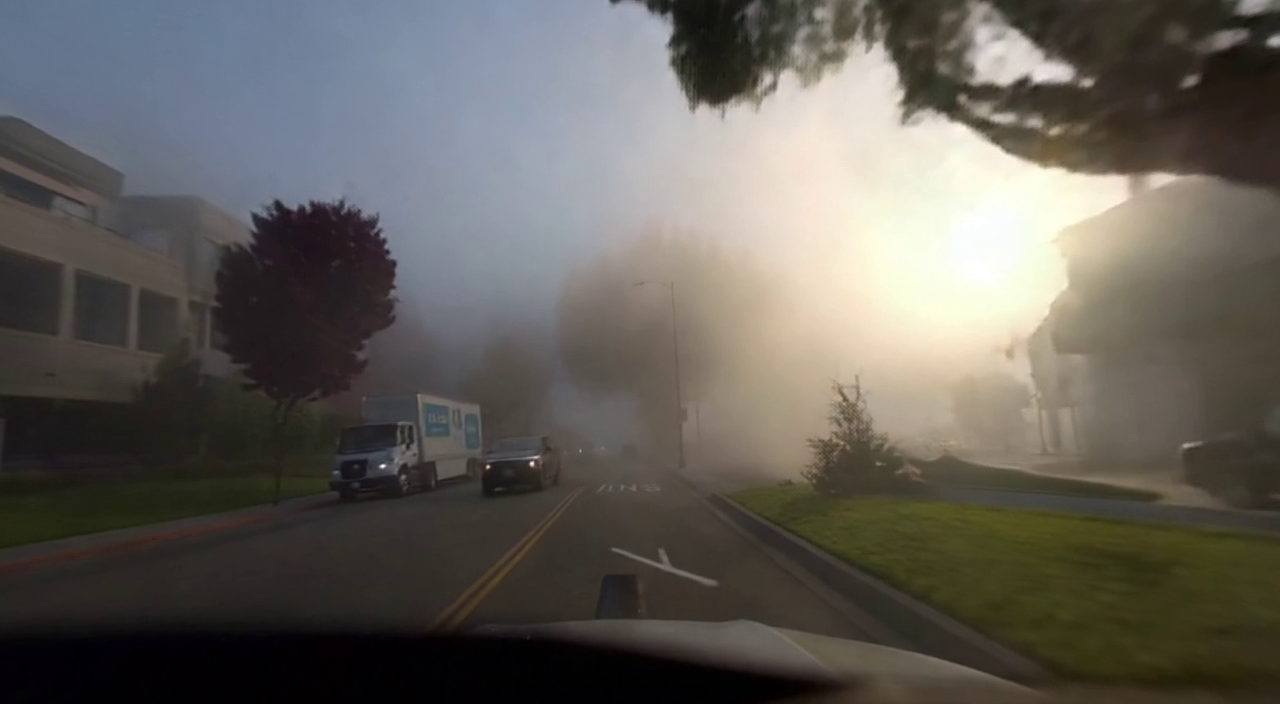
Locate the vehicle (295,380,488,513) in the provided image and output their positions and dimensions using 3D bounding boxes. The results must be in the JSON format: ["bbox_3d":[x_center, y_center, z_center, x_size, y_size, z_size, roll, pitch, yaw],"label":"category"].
[{"bbox_3d":[-9.107,3.517,25.232,2.986,3.768,11.697,-6,-6,-1],"label":"vehicle"}]

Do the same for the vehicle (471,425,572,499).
[{"bbox_3d":[-3.302,3.178,18.573,2.118,1.864,4.640,0,-9,-1],"label":"vehicle"}]
